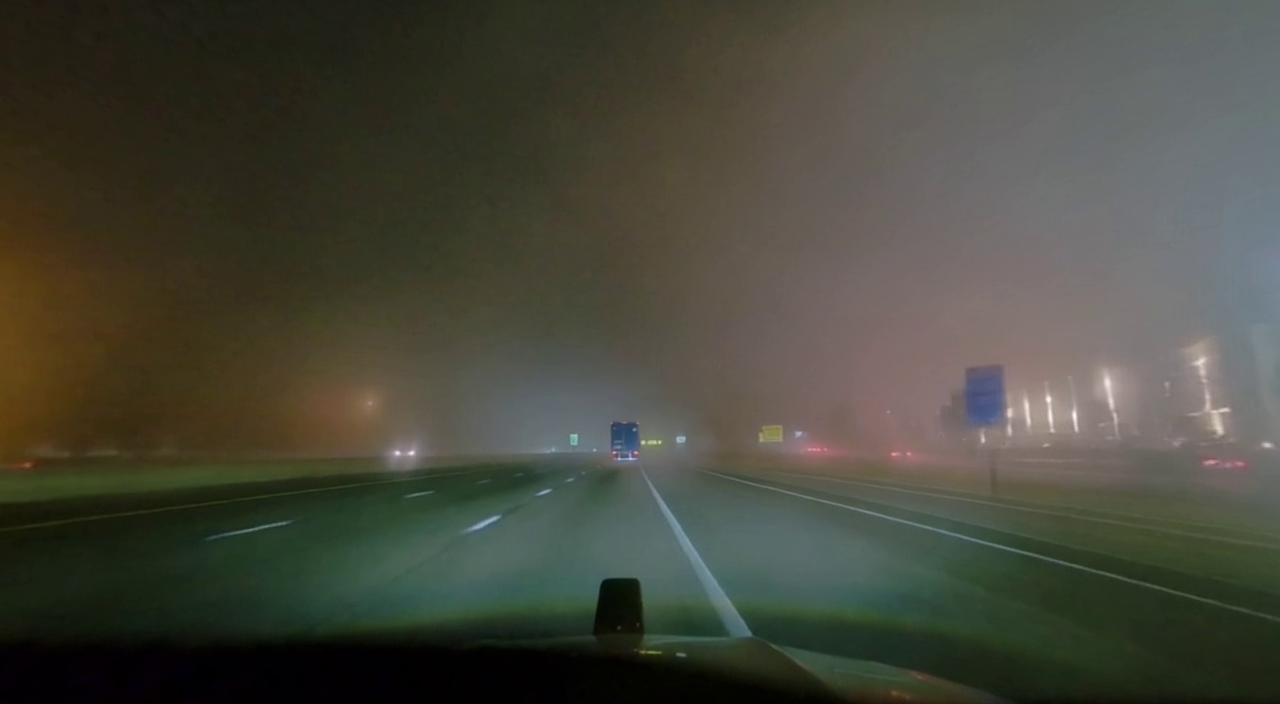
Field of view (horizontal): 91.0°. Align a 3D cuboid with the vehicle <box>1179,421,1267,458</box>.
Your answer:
[{"bbox_3d":[42.433,6.459,46.126,2.319,2.462,6.910,-4,-9,22],"label":"vehicle"}]
